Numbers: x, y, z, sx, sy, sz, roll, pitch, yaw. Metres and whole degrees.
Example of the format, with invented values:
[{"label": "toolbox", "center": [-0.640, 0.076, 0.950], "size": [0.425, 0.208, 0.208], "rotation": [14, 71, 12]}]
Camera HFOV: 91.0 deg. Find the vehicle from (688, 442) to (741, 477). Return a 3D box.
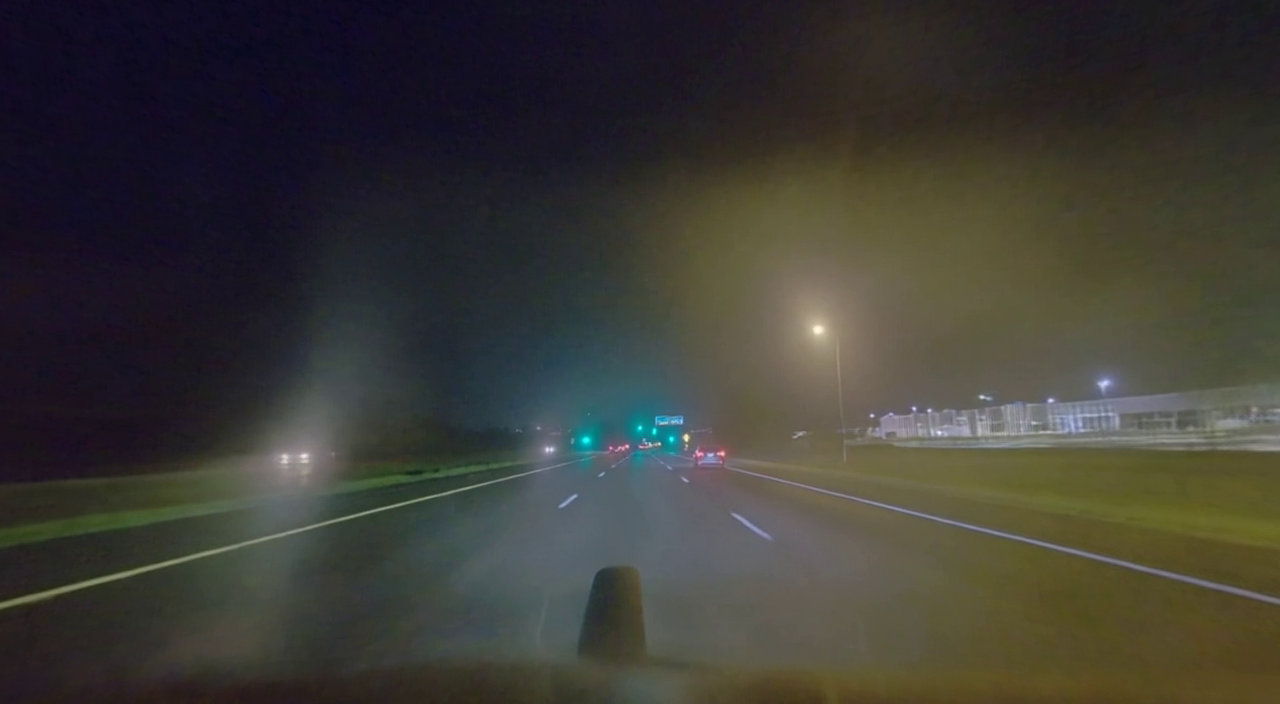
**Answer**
[{"label": "vehicle", "center": [3.583, 5.267, 31.167], "size": [2.085, 1.594, 4.848], "rotation": [0, -9, 1]}]
